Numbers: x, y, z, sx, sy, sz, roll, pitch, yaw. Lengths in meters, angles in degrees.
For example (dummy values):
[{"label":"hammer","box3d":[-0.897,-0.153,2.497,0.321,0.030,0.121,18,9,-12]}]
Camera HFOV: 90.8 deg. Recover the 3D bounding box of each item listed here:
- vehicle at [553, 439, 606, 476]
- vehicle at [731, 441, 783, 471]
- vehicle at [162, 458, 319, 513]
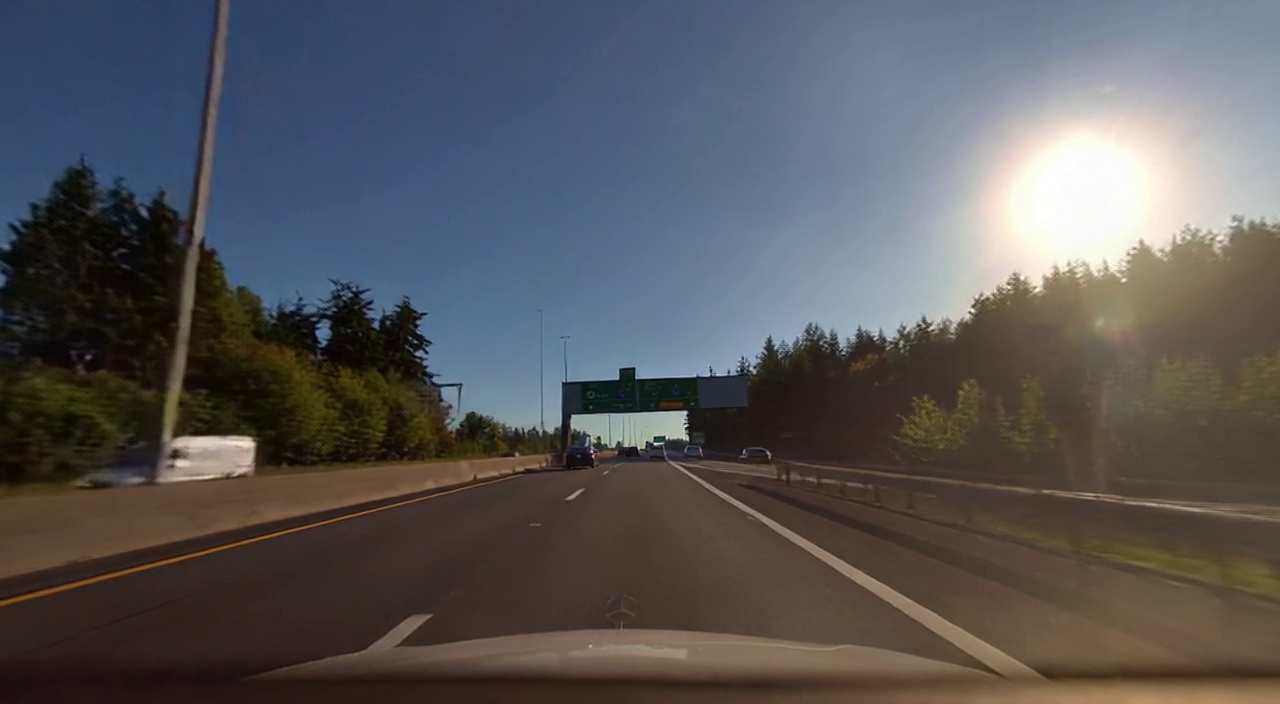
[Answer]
[{"label":"vehicle","box3d":[-2.807,5.031,30.250,2.037,1.638,4.274,0,-9,1]},{"label":"vehicle","box3d":[6.942,6.217,37.901,2.021,1.639,4.203,1,-9,-5]},{"label":"vehicle","box3d":[-11.914,3.982,19.245,1.906,1.402,4.289,0,-9,1]}]
